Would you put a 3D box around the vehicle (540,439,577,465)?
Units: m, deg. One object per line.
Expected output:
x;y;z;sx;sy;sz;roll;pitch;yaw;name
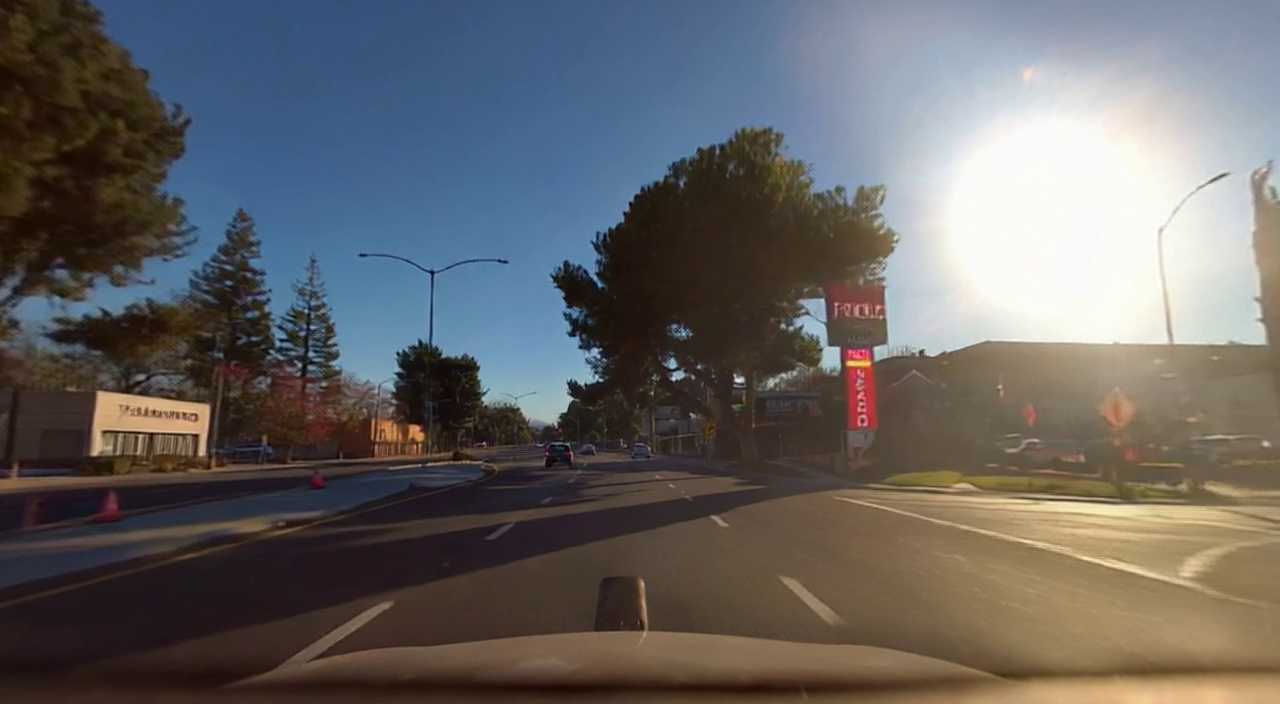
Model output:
-5.596;6.935;43.992;2.381;1.721;4.186;1;-9;-5;vehicle
